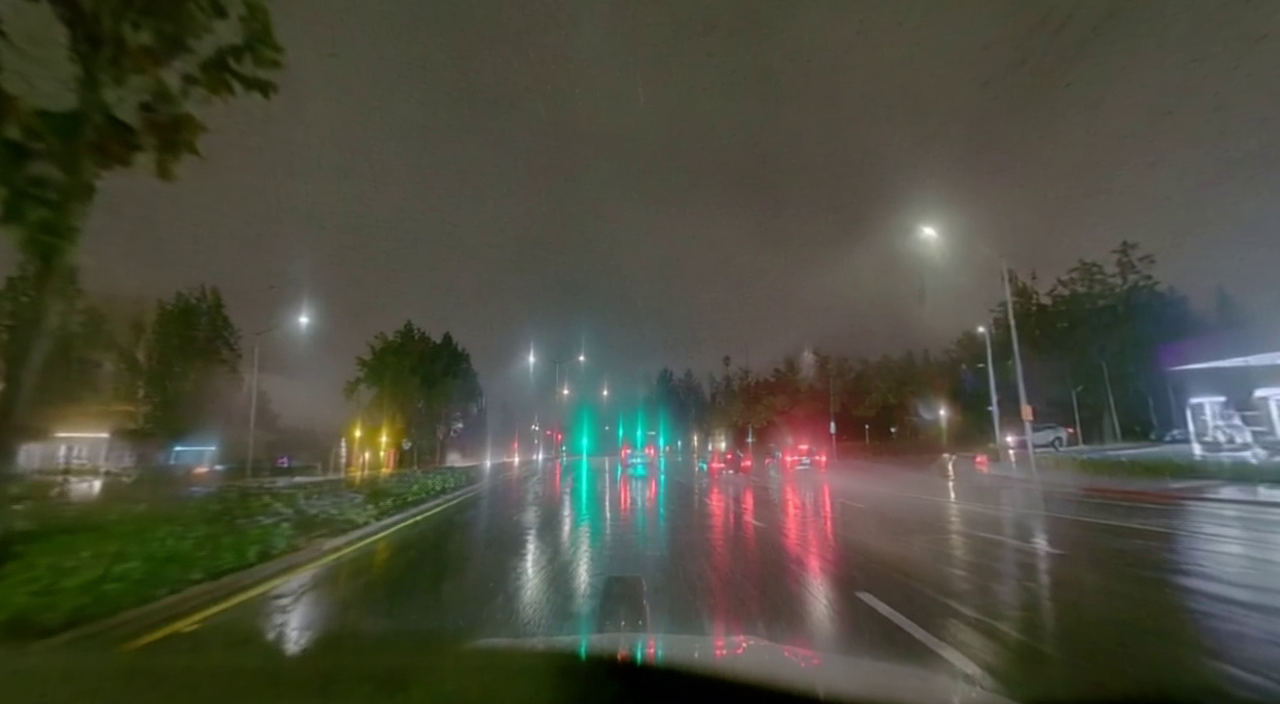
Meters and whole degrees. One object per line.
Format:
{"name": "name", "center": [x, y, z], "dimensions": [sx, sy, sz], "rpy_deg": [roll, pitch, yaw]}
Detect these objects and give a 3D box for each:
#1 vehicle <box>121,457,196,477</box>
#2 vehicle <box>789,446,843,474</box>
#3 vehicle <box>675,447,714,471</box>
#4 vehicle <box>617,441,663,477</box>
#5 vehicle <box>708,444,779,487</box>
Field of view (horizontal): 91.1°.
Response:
{"name": "vehicle", "center": [-37.834, 9.061, 49.337], "dimensions": [4.428, 1.450, 1.810], "rpy_deg": [0, -8, 1]}
{"name": "vehicle", "center": [10.186, 6.264, 36.701], "dimensions": [1.906, 1.488, 4.251], "rpy_deg": [0, -9, 0]}
{"name": "vehicle", "center": [3.551, 7.065, 41.813], "dimensions": [2.114, 1.473, 4.495], "rpy_deg": [0, -9, -1]}
{"name": "vehicle", "center": [-0.009, 5.466, 32.261], "dimensions": [2.172, 1.694, 4.055], "rpy_deg": [0, -9, 0]}
{"name": "vehicle", "center": [3.936, 4.388, 24.707], "dimensions": [1.980, 1.515, 4.362], "rpy_deg": [0, -9, -1]}
